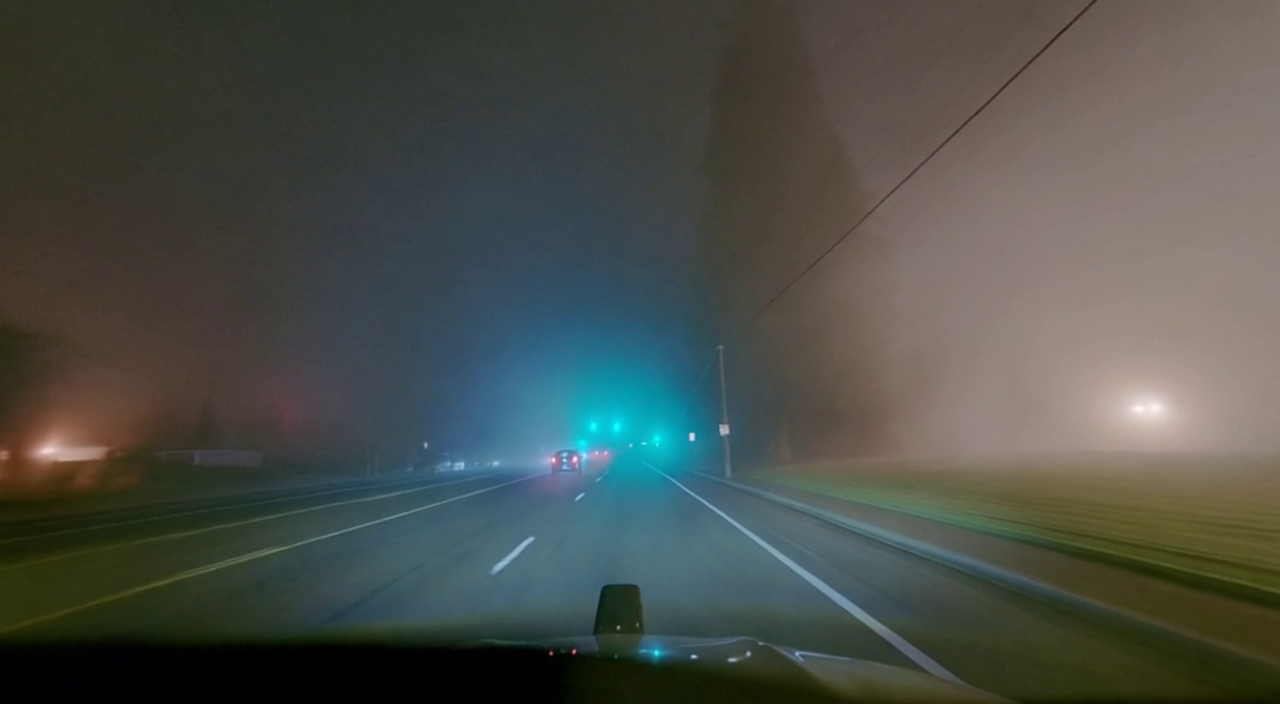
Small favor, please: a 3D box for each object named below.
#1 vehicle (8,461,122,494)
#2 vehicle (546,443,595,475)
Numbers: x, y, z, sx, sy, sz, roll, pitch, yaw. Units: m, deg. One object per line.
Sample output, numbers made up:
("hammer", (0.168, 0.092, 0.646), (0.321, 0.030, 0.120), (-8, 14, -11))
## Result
("vehicle", (-28.673, 6.251, 31.605), (3.814, 1.512, 1.948), (0, -8, 2))
("vehicle", (-3.459, 5.406, 32.087), (2.030, 1.467, 4.251), (0, -9, -1))
